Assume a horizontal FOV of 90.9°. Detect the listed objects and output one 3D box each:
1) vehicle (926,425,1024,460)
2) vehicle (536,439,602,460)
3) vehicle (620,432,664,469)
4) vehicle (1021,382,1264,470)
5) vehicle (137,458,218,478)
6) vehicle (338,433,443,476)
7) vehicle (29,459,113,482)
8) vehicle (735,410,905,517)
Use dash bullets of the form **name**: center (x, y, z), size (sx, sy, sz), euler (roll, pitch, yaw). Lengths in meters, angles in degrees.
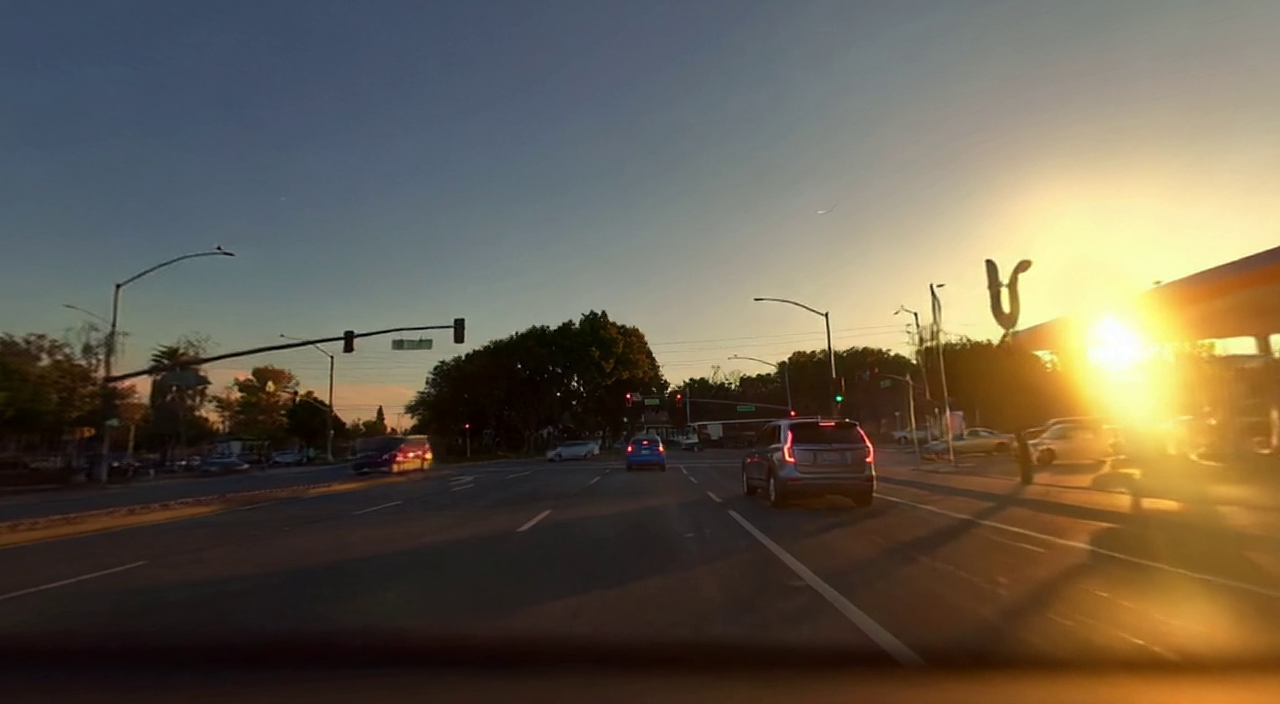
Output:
- **vehicle**: center (16.933, 4.596, 31.995), size (3.848, 1.674, 1.887), euler (0, -9, 2)
- **vehicle**: center (-5.382, 7.476, 48.364), size (4.788, 1.485, 1.835), euler (7, -11, -39)
- **vehicle**: center (0.136, 4.937, 31.753), size (2.067, 1.702, 3.987), euler (0, -8, 1)
- **vehicle**: center (16.241, 2.462, 20.661), size (5.790, 2.675, 2.554), euler (1, -9, -4)
- **vehicle**: center (-35.639, 8.916, 48.609), size (4.753, 1.478, 1.846), euler (0, -8, 0)
- **vehicle**: center (-12.472, 5.164, 32.005), size (2.191, 1.984, 5.431), euler (-2, -9, 13)
- **vehicle**: center (-44.067, 9.182, 48.873), size (4.574, 1.666, 1.865), euler (0, -8, -3)
- **vehicle**: center (3.344, 2.185, 12.778), size (2.083, 1.779, 4.347), euler (0, -8, -1)
